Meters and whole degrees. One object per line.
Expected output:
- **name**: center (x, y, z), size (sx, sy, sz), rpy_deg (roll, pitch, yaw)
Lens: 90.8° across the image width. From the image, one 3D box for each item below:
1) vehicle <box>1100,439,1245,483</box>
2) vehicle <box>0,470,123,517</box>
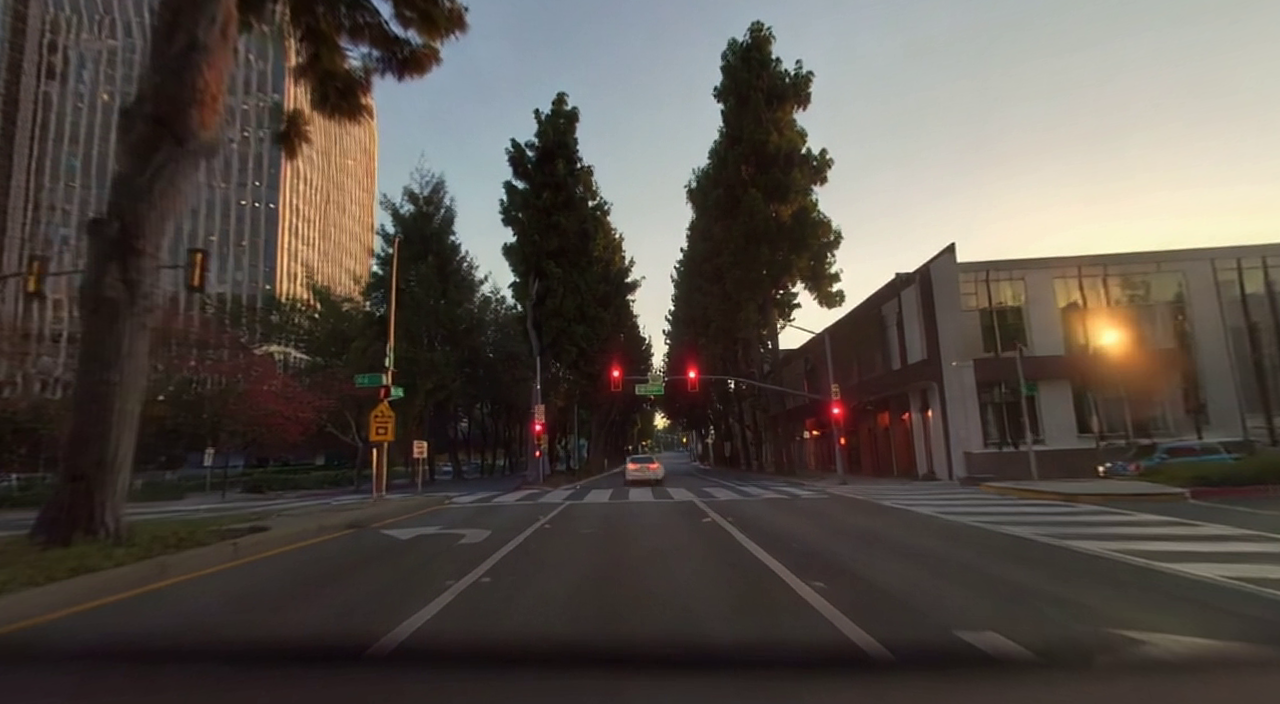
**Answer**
- **vehicle**: center (21.179, 4.332, 25.257), size (3.967, 1.636, 1.932), rpy_deg (-1, -9, 0)
- **vehicle**: center (-23.011, 5.388, 24.337), size (4.758, 1.549, 2.194), rpy_deg (-2, -9, 14)
